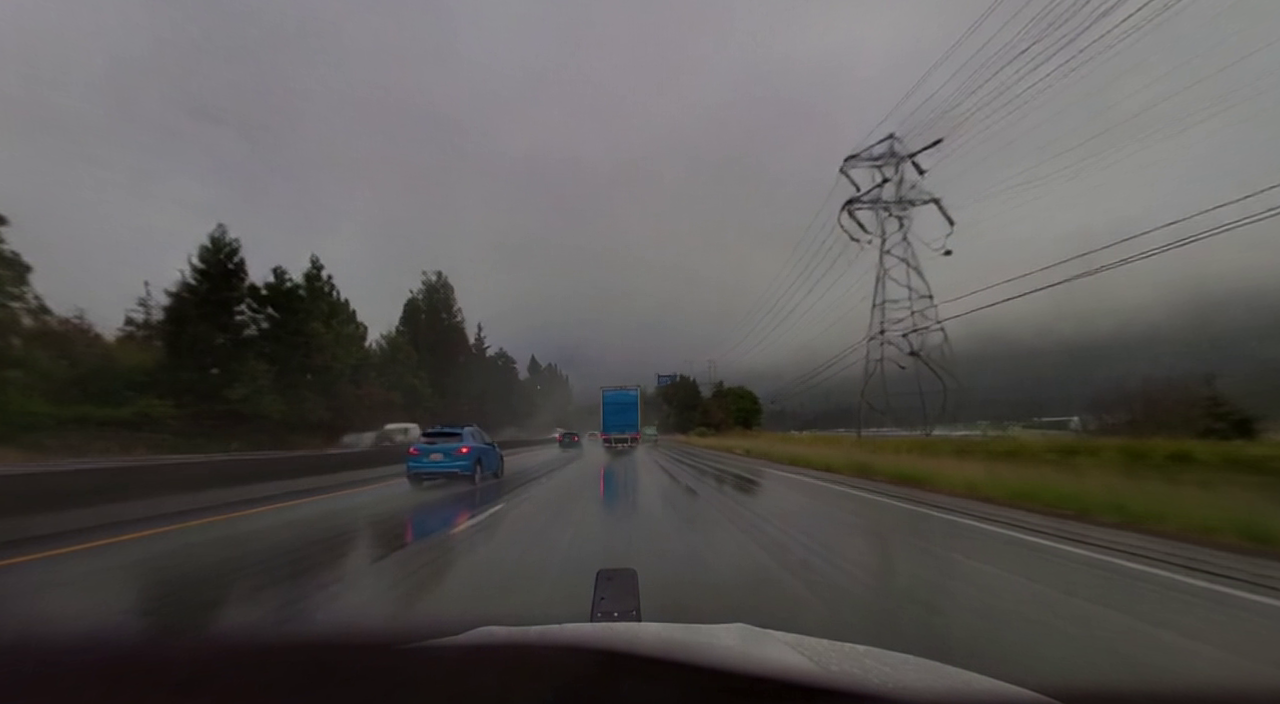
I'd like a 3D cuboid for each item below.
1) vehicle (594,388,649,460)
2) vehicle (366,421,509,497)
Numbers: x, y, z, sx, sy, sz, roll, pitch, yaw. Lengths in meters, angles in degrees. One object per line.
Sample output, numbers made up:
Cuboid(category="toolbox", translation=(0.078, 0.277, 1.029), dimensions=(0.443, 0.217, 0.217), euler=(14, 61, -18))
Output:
Cuboid(category="vehicle", translation=(-1.122, 4.524, 38.865), dimensions=(2.955, 3.851, 9.915), euler=(0, -8, -2))
Cuboid(category="vehicle", translation=(-4.803, 2.589, 15.751), dimensions=(2.117, 1.618, 4.480), euler=(0, -8, -1))
